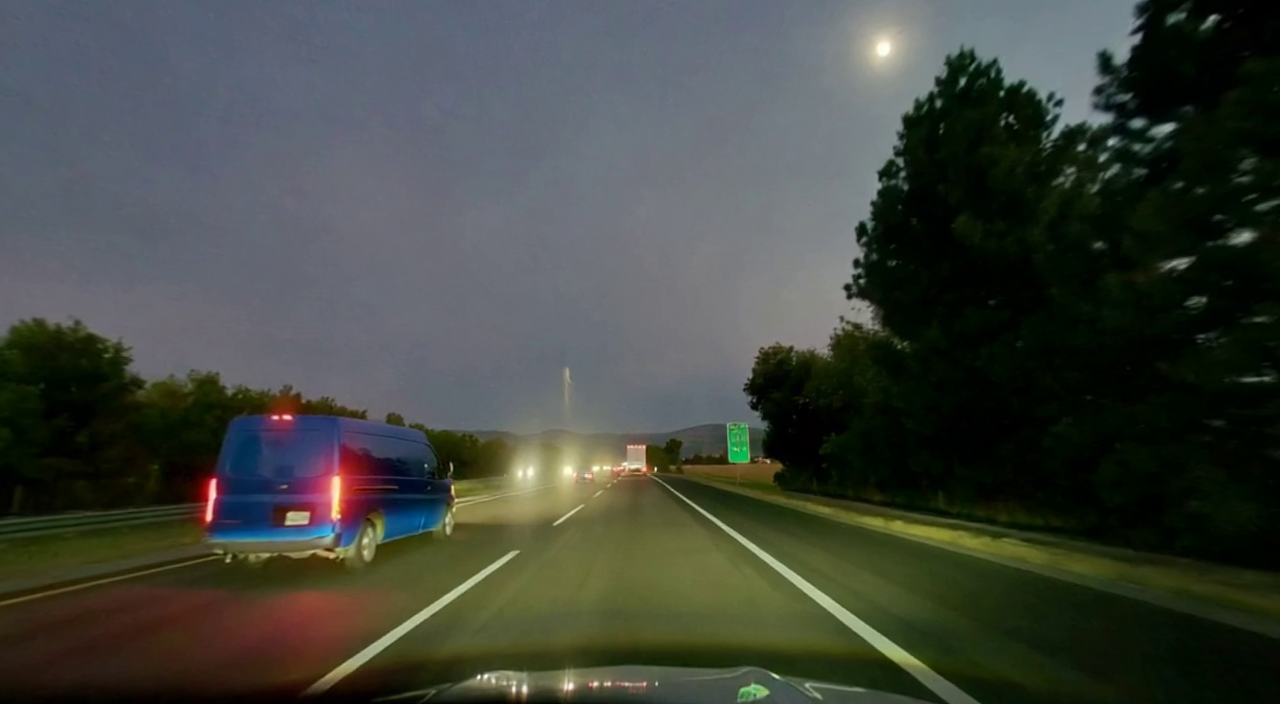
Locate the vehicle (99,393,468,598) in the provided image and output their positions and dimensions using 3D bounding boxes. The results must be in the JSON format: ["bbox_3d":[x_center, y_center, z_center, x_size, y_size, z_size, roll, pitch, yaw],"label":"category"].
[{"bbox_3d":[-4.131,1.826,8.594,2.208,1.973,4.716,1,-10,0],"label":"vehicle"}]
